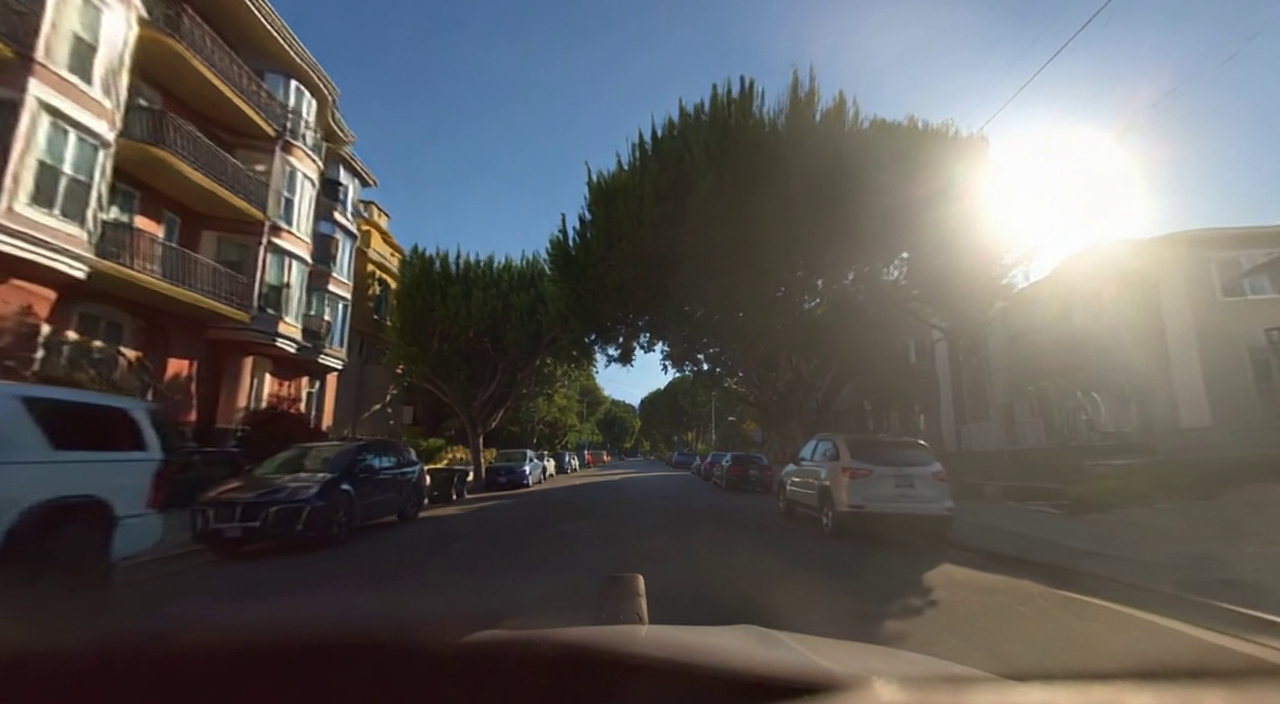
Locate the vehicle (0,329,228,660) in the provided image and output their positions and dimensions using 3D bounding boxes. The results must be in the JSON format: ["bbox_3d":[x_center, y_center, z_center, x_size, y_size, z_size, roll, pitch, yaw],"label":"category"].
[{"bbox_3d":[-5.513,0.853,3.439,2.596,2.152,5.689,-1,-8,1],"label":"vehicle"}]

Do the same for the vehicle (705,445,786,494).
[{"bbox_3d":[4.016,4.537,24.969,2.187,1.699,5.038,0,-8,-2],"label":"vehicle"}]

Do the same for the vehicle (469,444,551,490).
[{"bbox_3d":[-5.368,4.809,26.906,2.222,1.735,5.215,0,-8,2],"label":"vehicle"}]

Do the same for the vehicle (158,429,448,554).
[{"bbox_3d":[-5.606,2.387,11.735,2.122,1.722,5.662,-1,-9,2],"label":"vehicle"}]

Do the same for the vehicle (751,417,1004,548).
[{"bbox_3d":[4.019,2.431,12.349,2.473,1.895,6.050,0,-10,-1],"label":"vehicle"}]
